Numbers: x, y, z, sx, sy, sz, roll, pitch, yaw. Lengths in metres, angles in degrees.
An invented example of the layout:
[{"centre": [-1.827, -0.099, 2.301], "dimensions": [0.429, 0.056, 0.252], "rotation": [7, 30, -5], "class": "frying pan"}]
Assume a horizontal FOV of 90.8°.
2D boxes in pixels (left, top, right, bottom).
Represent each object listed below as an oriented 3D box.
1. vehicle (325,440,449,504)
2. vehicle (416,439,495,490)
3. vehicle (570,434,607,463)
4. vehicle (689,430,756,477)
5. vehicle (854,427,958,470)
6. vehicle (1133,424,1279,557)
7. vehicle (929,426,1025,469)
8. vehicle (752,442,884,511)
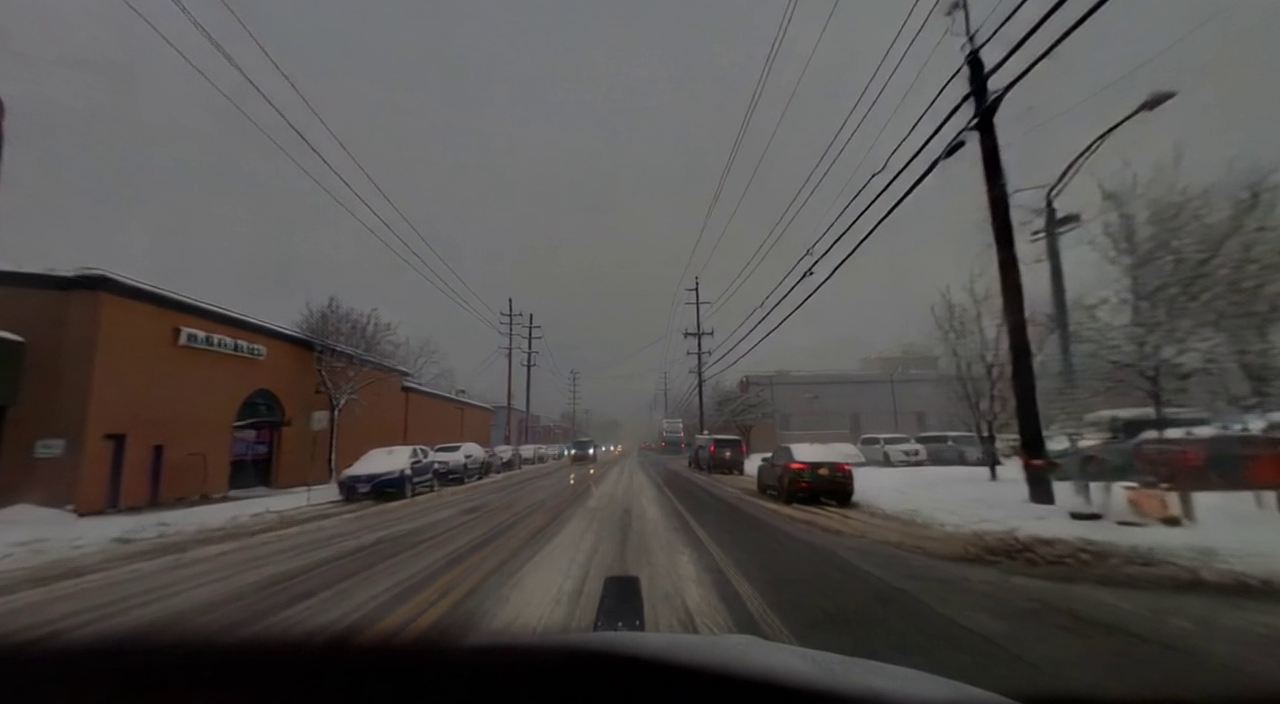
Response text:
[{"centre": [-7.843, 3.732, 20.189], "dimensions": [2.194, 1.775, 4.482], "rotation": [0, -8, -2], "class": "vehicle"}, {"centre": [-7.571, 4.615, 26.412], "dimensions": [1.933, 1.754, 4.514], "rotation": [-3, -7, 0], "class": "vehicle"}, {"centre": [-3.808, 7.226, 47.614], "dimensions": [2.275, 1.999, 5.723], "rotation": [0, -8, 1], "class": "vehicle"}, {"centre": [3.724, 4.737, 29.877], "dimensions": [2.218, 1.956, 5.916], "rotation": [0, -8, -1], "class": "vehicle"}, {"centre": [11.857, 4.367, 28.575], "dimensions": [1.965, 1.705, 4.677], "rotation": [0, -8, -11], "class": "vehicle"}, {"centre": [8.210, 1.540, 6.993], "dimensions": [1.973, 1.485, 4.377], "rotation": [0, -8, 0], "class": "vehicle"}, {"centre": [14.860, 4.221, 28.136], "dimensions": [1.828, 1.749, 4.000], "rotation": [0, -8, -4], "class": "vehicle"}, {"centre": [4.231, 2.994, 15.829], "dimensions": [1.919, 1.453, 4.425], "rotation": [0, -8, -1], "class": "vehicle"}]
